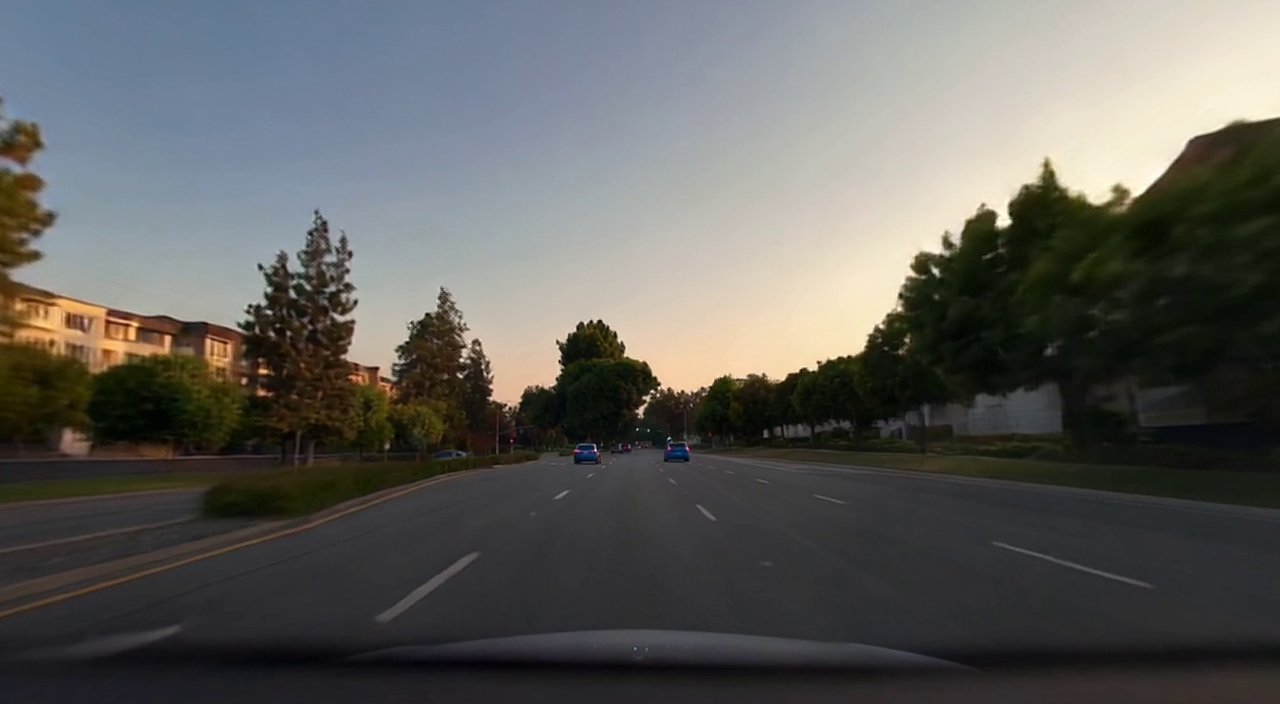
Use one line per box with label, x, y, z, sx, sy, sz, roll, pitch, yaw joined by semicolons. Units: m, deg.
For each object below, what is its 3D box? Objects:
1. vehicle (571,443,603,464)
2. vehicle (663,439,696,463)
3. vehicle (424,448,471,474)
vehicle;-4.001;7.738;48.316;2.112;1.471;4.212;0;-8;0
vehicle;2.872;7.351;47.146;2.072;1.696;4.177;0;-8;-2
vehicle;-12.662;7.144;41.725;1.853;1.595;3.960;0;-8;0
